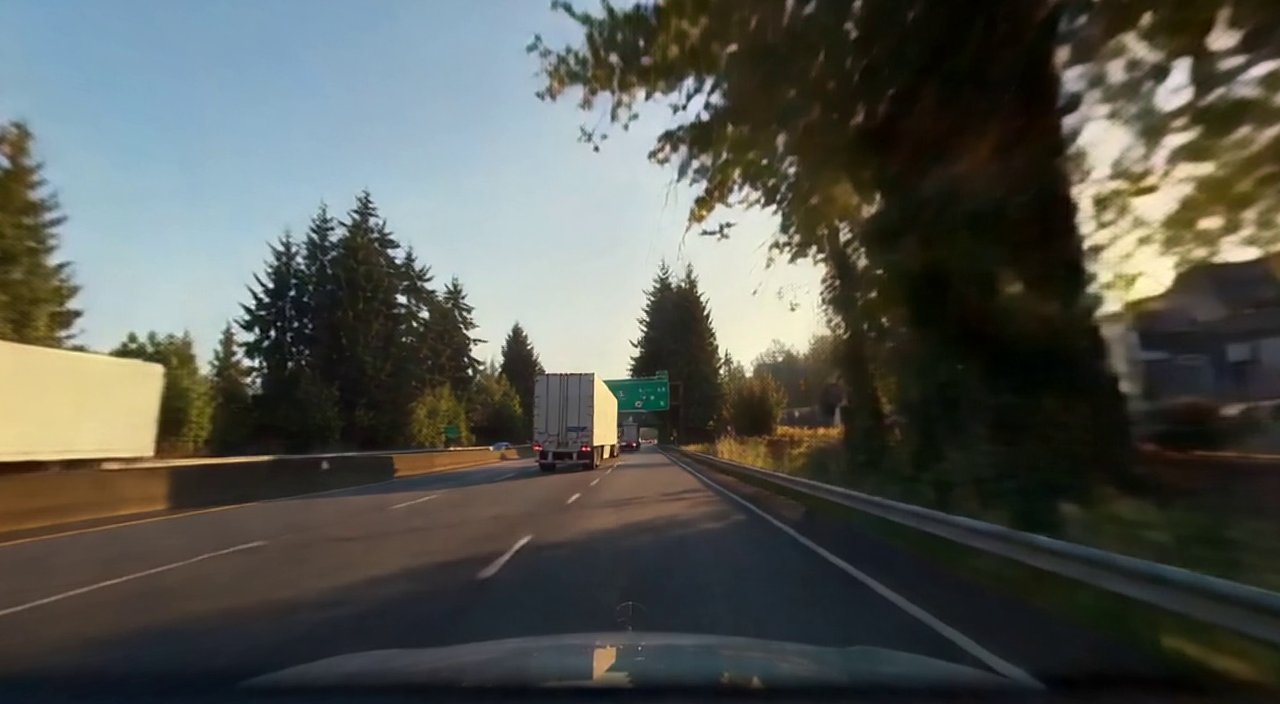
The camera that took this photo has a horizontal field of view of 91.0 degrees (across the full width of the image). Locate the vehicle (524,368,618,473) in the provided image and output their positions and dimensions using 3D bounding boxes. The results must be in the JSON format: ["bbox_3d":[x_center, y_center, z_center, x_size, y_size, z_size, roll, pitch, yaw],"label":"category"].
[{"bbox_3d":[-2.912,3.649,31.459,2.947,4.051,14.256,0,-8,1],"label":"vehicle"}]

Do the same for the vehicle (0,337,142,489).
[{"bbox_3d":[-18.609,1.251,14.213,2.937,4.009,14.253,0,-8,1],"label":"vehicle"}]
